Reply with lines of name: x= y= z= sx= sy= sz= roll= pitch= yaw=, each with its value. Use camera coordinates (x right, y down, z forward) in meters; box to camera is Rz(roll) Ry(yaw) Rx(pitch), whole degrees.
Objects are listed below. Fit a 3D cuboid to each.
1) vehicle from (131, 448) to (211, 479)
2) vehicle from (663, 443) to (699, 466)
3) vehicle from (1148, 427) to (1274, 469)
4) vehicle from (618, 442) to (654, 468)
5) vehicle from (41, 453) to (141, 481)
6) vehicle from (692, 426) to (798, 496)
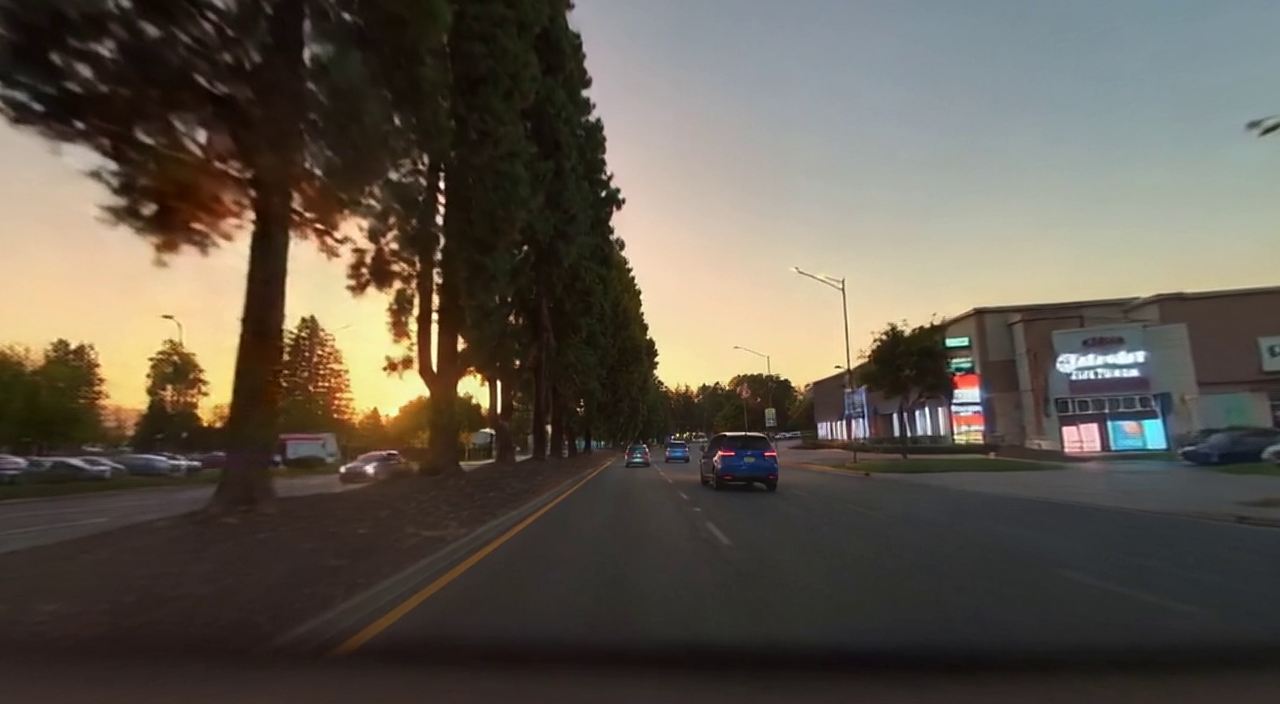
vehicle: x=-28.417 y=6.725 z=38.442 sx=1.897 sy=1.704 sz=4.153 roll=1 pitch=-8 yaw=-5
vehicle: x=2.551 y=6.550 z=40.466 sx=1.970 sy=1.402 sz=3.756 roll=0 pitch=-8 yaw=-2
vehicle: x=25.259 y=4.275 z=28.187 sx=1.788 sy=1.741 sz=4.278 roll=-1 pitch=-8 yaw=5
vehicle: x=-0.276 y=6.084 z=37.342 sx=2.056 sy=1.440 sz=3.798 roll=0 pitch=-8 yaw=-1
vehicle: x=-31.914 y=6.676 z=36.925 sx=1.924 sy=1.430 sz=4.367 roll=0 pitch=-8 yaw=-1
vehicle: x=2.961 y=3.196 z=18.959 sx=2.140 sy=1.811 sz=4.593 roll=0 pitch=-8 yaw=-3
